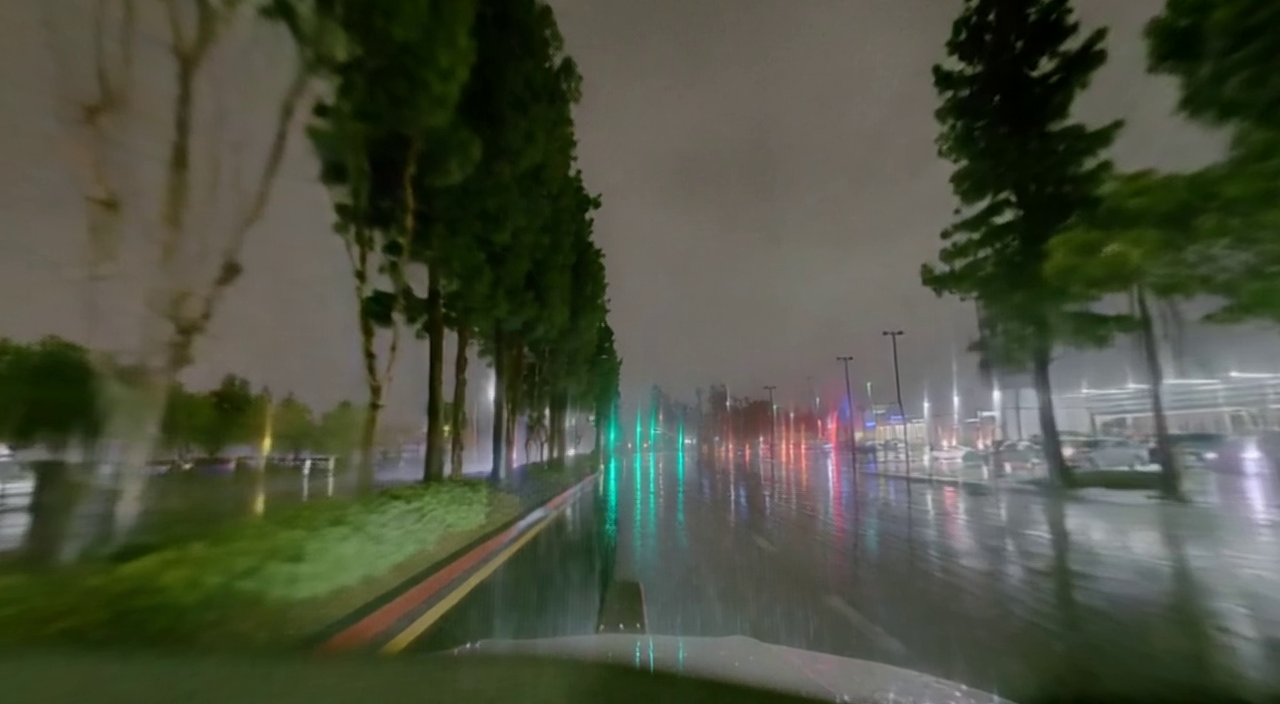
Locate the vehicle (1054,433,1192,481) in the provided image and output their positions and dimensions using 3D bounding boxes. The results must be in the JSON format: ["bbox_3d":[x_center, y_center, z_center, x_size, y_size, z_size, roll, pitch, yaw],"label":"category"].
[{"bbox_3d":[17.664,3.820,23.073,4.741,1.584,1.958,4,-11,-26],"label":"vehicle"}]

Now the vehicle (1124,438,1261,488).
[{"bbox_3d":[18.007,3.563,20.579,3.882,1.455,1.858,4,-9,-26],"label":"vehicle"}]

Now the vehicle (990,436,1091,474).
[{"bbox_3d":[18.354,4.702,28.952,4.197,1.612,1.784,4,-9,-25],"label":"vehicle"}]
